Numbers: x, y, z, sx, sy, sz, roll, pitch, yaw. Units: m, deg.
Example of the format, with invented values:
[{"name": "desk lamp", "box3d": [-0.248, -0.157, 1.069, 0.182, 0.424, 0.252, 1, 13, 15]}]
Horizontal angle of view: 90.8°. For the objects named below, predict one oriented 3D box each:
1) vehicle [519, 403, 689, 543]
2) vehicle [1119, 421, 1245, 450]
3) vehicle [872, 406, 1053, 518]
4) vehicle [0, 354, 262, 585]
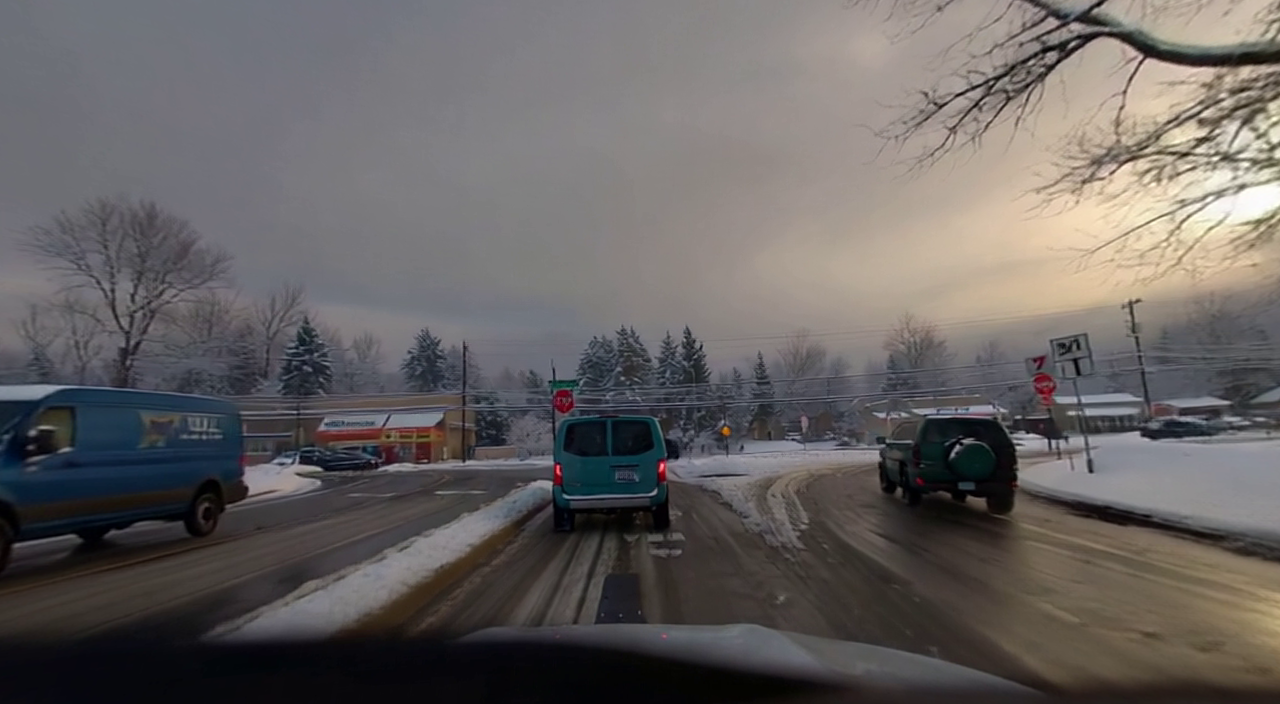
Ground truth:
[{"name": "vehicle", "box3d": [-0.378, 1.931, 10.659, 2.237, 1.828, 4.546, -1, -8, 3]}, {"name": "vehicle", "box3d": [29.561, 4.592, 34.563, 5.155, 1.515, 2.131, 1, -8, -6]}, {"name": "vehicle", "box3d": [6.716, 2.352, 13.923, 2.204, 1.973, 4.946, -2, -9, 12]}, {"name": "vehicle", "box3d": [-7.986, 1.541, 8.649, 2.426, 2.410, 5.046, 0, -8, 0]}]
